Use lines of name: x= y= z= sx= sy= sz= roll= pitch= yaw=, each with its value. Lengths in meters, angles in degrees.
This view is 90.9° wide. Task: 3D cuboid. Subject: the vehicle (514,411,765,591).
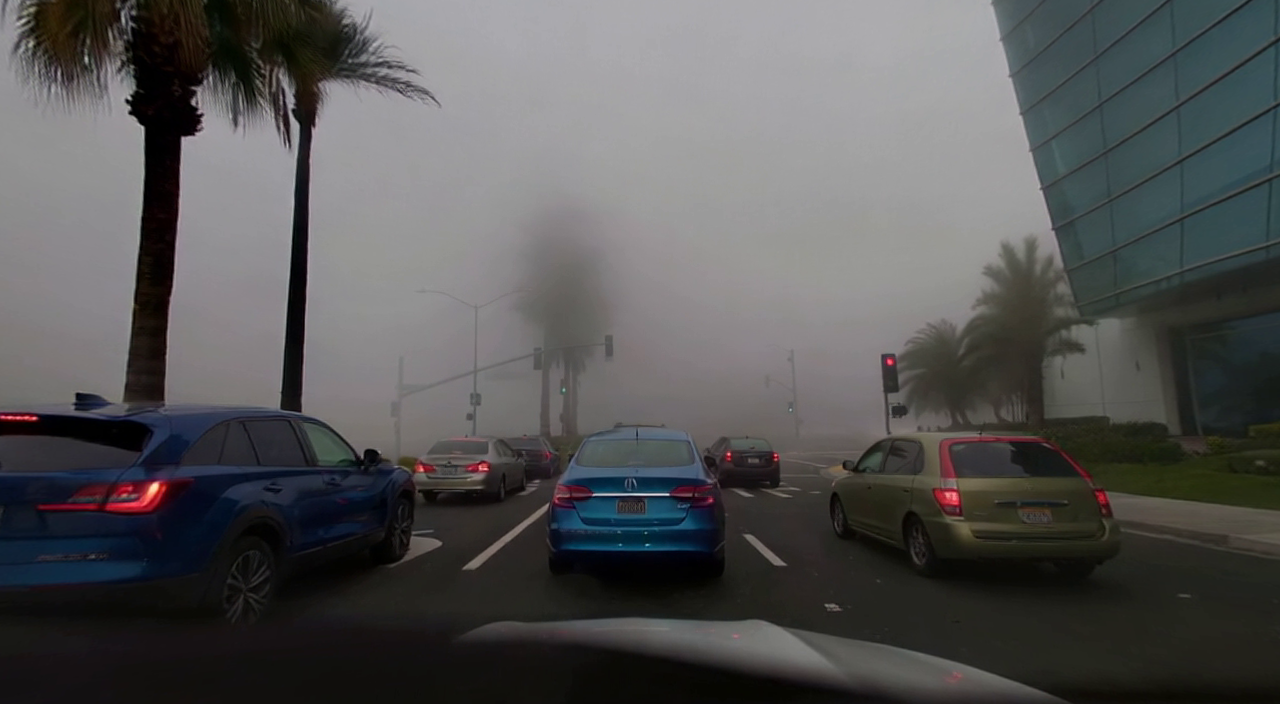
vehicle: x=-0.046 y=1.647 z=7.837 sx=2.219 sy=1.586 sz=4.321 roll=0 pitch=-8 yaw=-1

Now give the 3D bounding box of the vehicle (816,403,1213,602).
vehicle: x=3.838 y=1.618 z=7.680 sx=2.064 sy=1.696 sz=4.431 roll=0 pitch=-8 yaw=-1

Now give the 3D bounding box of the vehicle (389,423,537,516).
vehicle: x=-3.466 y=2.377 z=13.167 sx=1.917 sy=1.631 sz=3.768 roll=0 pitch=-8 yaw=1

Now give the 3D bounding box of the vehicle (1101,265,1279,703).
vehicle: x=2.980 y=0.428 z=0.233 sx=2.117 sy=1.879 sz=4.715 roll=0 pitch=-8 yaw=2

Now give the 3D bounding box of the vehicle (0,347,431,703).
vehicle: x=-3.541 y=1.172 z=5.379 sx=2.014 sy=1.775 sz=4.404 roll=0 pitch=-8 yaw=-1
